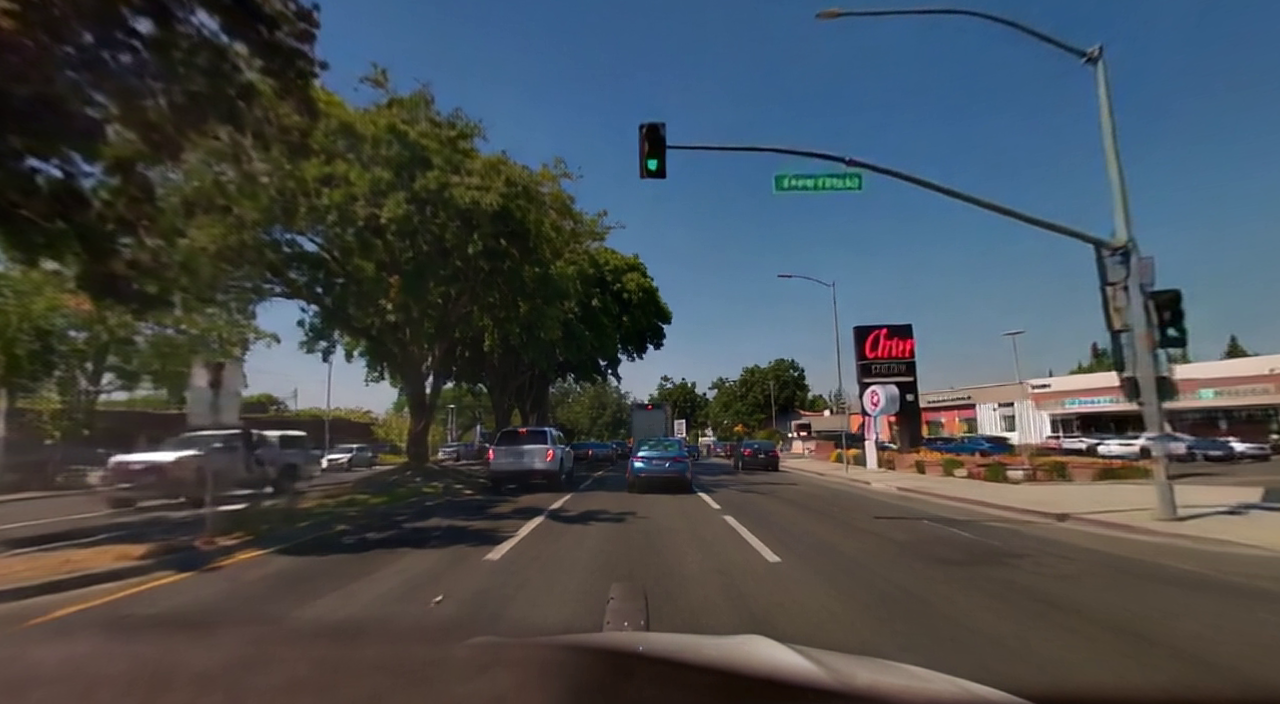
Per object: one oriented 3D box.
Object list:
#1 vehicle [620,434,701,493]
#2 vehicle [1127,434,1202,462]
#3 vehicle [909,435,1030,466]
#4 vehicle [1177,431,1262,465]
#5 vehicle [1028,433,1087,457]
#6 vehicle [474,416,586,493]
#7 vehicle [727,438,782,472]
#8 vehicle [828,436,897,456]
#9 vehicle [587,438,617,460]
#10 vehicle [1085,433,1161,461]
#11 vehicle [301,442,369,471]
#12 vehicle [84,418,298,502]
[{"bbox_3d":[0.538,3.152,18.223,2.061,1.494,4.079,0,-8,0],"label":"vehicle"},{"bbox_3d":[28.433,5.187,34.125,3.873,1.429,1.765,5,-9,-30],"label":"vehicle"},{"bbox_3d":[15.613,4.699,30.033,4.756,1.422,1.831,0,-8,-1],"label":"vehicle"},{"bbox_3d":[29.251,4.799,31.777,4.225,1.502,1.915,3,-9,-32],"label":"vehicle"},{"bbox_3d":[28.851,6.403,43.518,3.799,1.541,1.747,5,-10,-30],"label":"vehicle"},{"bbox_3d":[-3.011,2.974,18.626,2.289,1.935,5.227,0,-8,1],"label":"vehicle"},{"bbox_3d":[5.423,4.914,30.422,1.900,1.507,4.151,0,-8,0],"label":"vehicle"},{"bbox_3d":[16.358,6.938,46.532,4.323,1.496,1.937,0,-8,-1],"label":"vehicle"},{"bbox_3d":[-2.782,7.173,46.647,1.902,1.522,3.523,0,-8,2],"label":"vehicle"},{"bbox_3d":[28.482,5.583,37.148,4.207,1.443,1.889,3,-9,-29],"label":"vehicle"},{"bbox_3d":[-18.677,6.403,38.836,1.945,1.666,4.478,0,-8,-1],"label":"vehicle"},{"bbox_3d":[-11.758,2.869,17.108,2.165,1.926,4.899,0,-8,0],"label":"vehicle"}]
